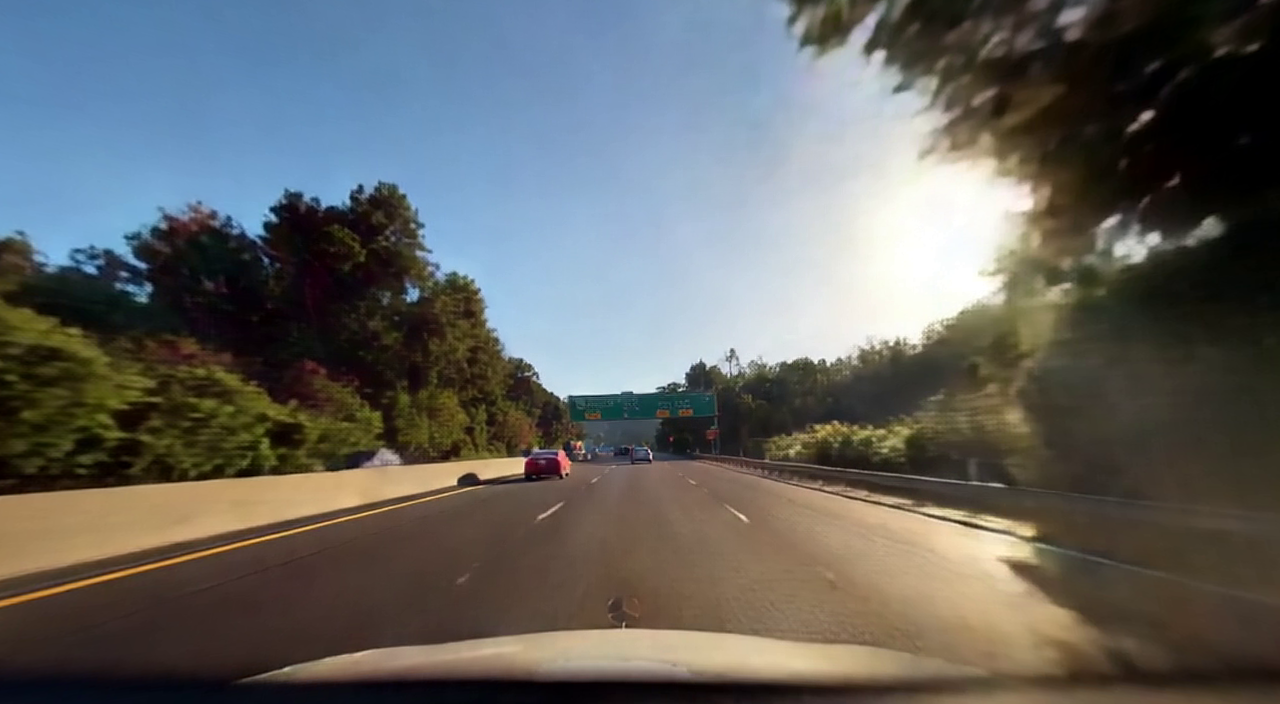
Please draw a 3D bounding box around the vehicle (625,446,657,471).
[{"bbox_3d":[0.069,7.123,42.213,2.011,1.590,3.607,0,-9,0],"label":"vehicle"}]

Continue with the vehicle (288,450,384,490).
[{"bbox_3d":[-12.750,4.939,26.768,1.827,1.493,4.634,0,-9,-1],"label":"vehicle"}]

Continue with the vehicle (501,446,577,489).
[{"bbox_3d":[-3.753,4.383,24.303,2.157,1.483,4.601,0,-9,1],"label":"vehicle"}]
